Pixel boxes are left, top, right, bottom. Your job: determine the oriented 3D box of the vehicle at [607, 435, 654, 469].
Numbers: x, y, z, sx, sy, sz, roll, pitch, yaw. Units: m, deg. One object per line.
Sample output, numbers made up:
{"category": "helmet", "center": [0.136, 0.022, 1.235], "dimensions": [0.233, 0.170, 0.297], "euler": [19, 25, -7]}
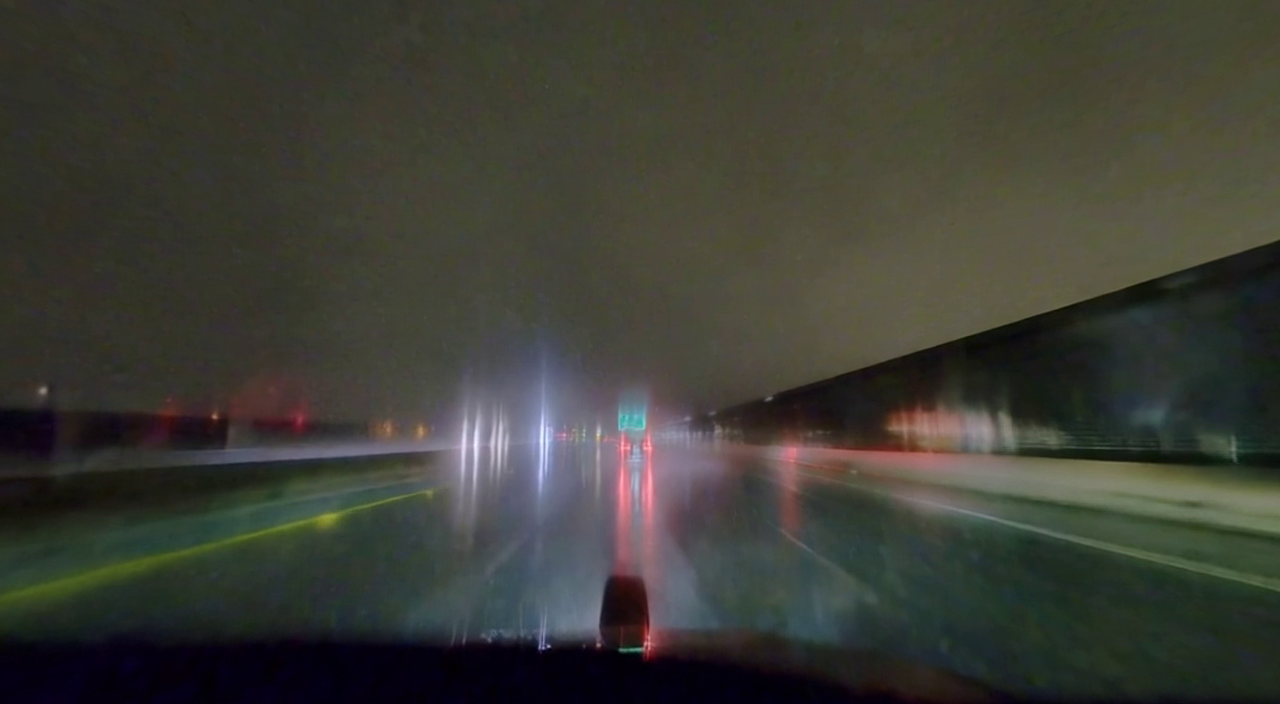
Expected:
{"category": "vehicle", "center": [-0.429, 4.846, 30.524], "dimensions": [2.130, 1.512, 4.057], "euler": [0, -8, 0]}
